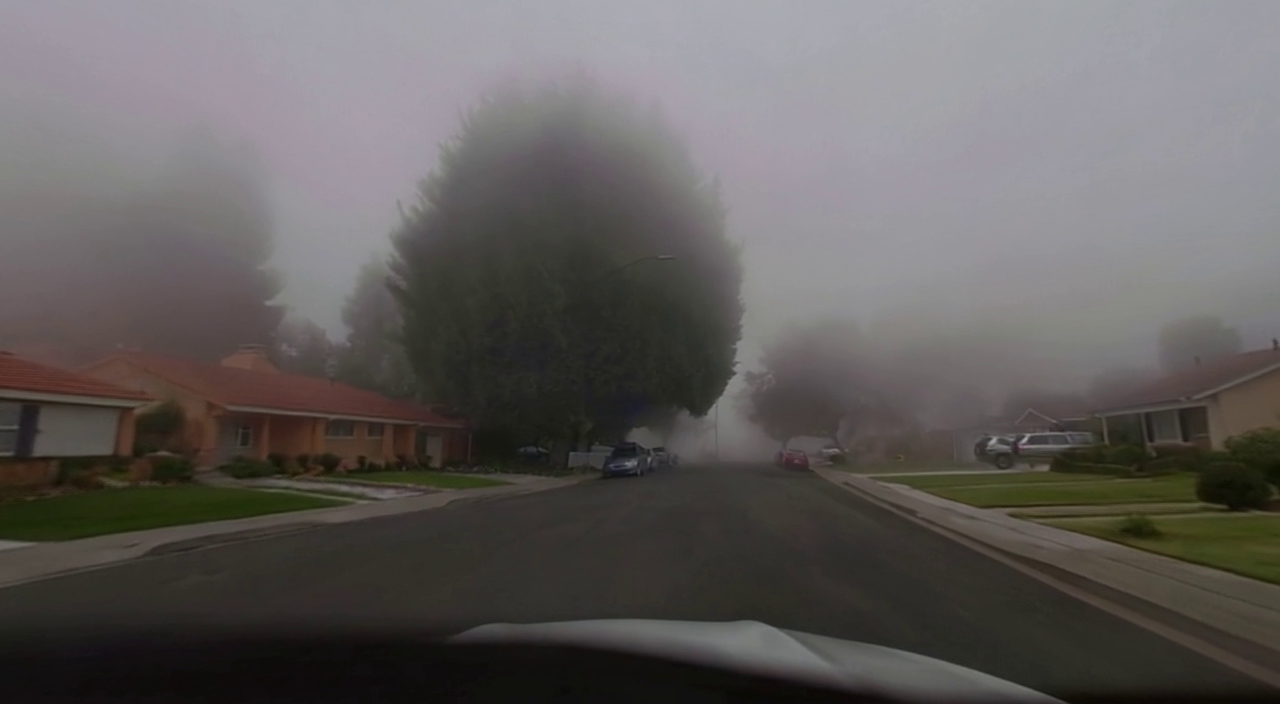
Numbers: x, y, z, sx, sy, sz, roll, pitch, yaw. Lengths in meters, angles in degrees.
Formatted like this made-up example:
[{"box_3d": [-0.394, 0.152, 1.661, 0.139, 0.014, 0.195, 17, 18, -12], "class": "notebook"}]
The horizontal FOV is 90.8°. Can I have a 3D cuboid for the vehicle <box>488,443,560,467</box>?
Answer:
[{"box_3d": [-7.492, 6.596, 40.727, 4.376, 1.458, 2.046, 2, -8, -12], "class": "vehicle"}]

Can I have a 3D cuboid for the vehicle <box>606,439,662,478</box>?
[{"box_3d": [-0.203, 5.585, 33.577, 2.215, 1.859, 4.765, -1, -8, 9], "class": "vehicle"}]

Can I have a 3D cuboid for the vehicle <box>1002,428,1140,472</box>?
[{"box_3d": [17.711, 4.032, 26.083, 4.384, 1.688, 1.956, 1, -8, -6], "class": "vehicle"}]

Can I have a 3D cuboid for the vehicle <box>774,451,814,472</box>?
[{"box_3d": [11.499, 8.200, 47.475, 1.984, 1.437, 4.726, 0, -9, 2], "class": "vehicle"}]
